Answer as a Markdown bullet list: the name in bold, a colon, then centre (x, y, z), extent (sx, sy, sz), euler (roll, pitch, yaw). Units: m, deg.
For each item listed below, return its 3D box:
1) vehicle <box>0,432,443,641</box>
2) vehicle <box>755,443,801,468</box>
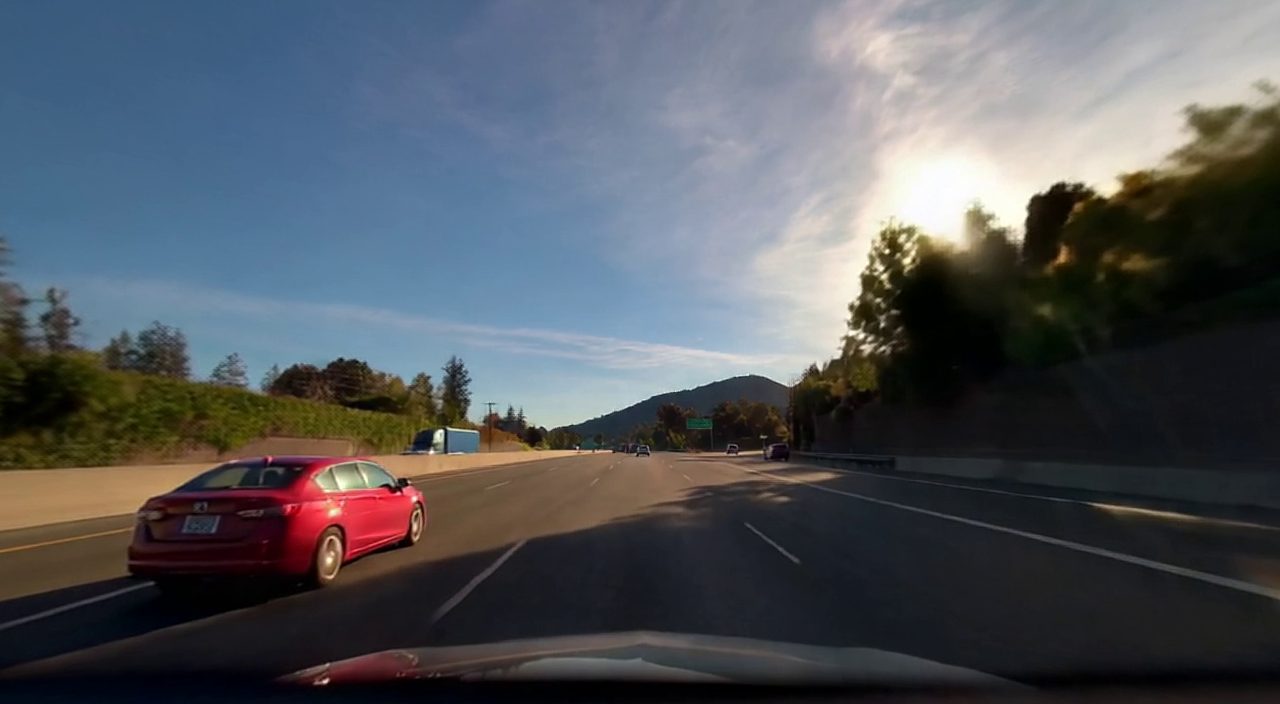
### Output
- **vehicle**: centre (-3.801, 1.653, 6.768), extent (1.873, 1.438, 4.546), euler (-1, -9, 1)
- **vehicle**: centre (8.683, 6.571, 40.160), extent (1.884, 1.485, 4.600), euler (0, -9, 0)
